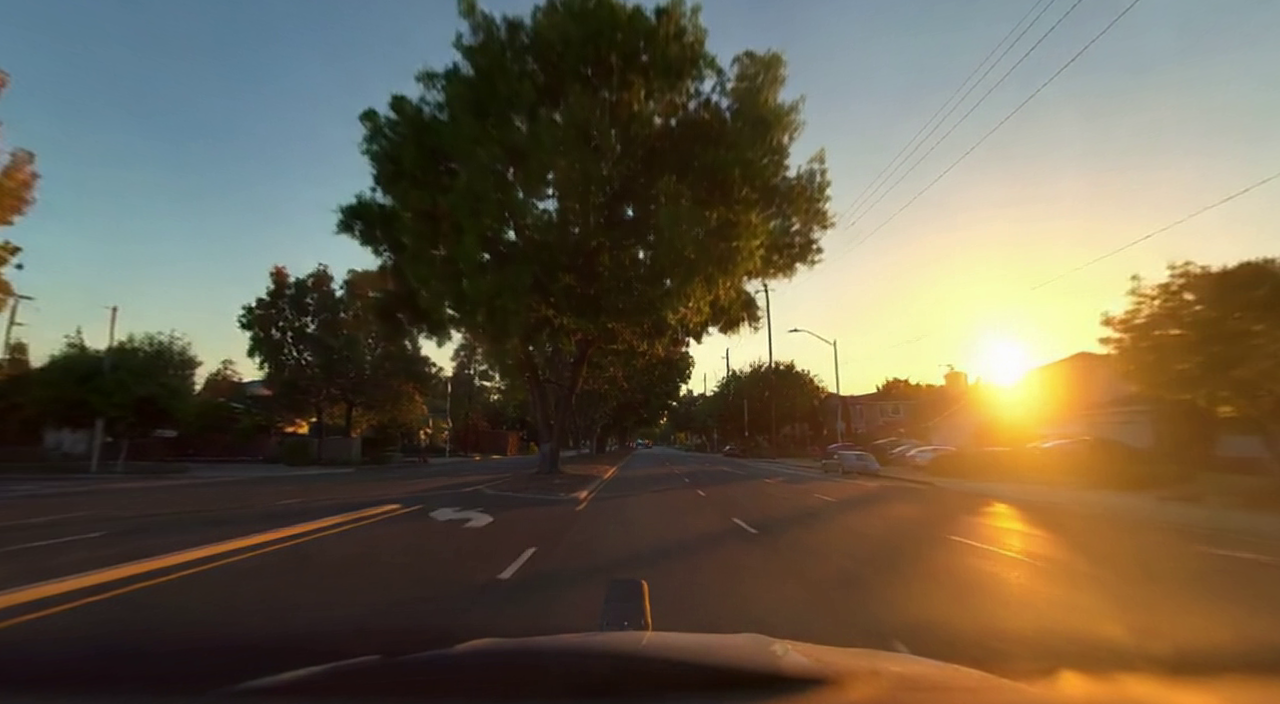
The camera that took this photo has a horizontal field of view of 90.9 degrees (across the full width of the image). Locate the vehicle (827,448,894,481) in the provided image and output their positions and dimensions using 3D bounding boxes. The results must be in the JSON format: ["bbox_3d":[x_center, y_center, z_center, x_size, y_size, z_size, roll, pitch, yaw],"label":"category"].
[{"bbox_3d":[11.710,5.950,33.771,1.929,1.489,4.777,4,-8,1],"label":"vehicle"}]

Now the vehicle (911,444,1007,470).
[{"bbox_3d":[19.958,6.578,39.591,4.897,1.608,2.005,0,-8,1],"label":"vehicle"}]

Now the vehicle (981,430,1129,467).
[{"bbox_3d":[22.919,5.385,35.101,6.075,1.933,3.018,0,-8,1],"label":"vehicle"}]
